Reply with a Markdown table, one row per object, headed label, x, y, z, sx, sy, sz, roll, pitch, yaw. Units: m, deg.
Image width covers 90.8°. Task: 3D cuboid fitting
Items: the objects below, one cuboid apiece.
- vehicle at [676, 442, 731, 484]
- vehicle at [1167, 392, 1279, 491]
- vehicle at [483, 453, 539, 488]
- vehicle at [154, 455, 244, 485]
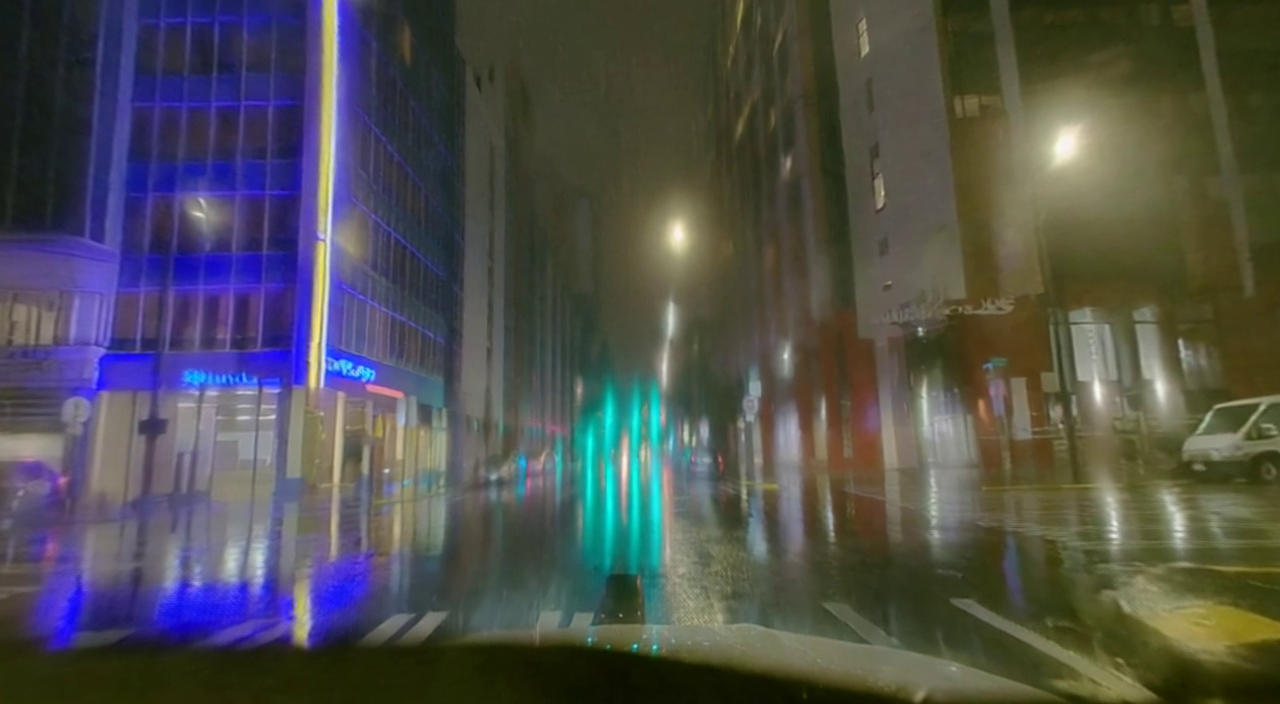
| label | x | y | z | sx | sy | sz | roll | pitch | yaw |
| --- | --- | --- | --- | --- | --- | --- | --- | --- | --- |
| vehicle | 2.726 | 4.885 | 28.051 | 1.917 | 1.680 | 4.500 | 0 | -8 | 0 |
| vehicle | 18.762 | 2.522 | 17.902 | 5.384 | 2.586 | 2.358 | 0 | -8 | 0 |
| vehicle | -5.864 | 5.427 | 29.215 | 1.864 | 1.447 | 3.887 | 0 | -8 | -2 |
| vehicle | -24.082 | 6.429 | 34.593 | 3.618 | 1.412 | 1.587 | -1 | -9 | -7 |
